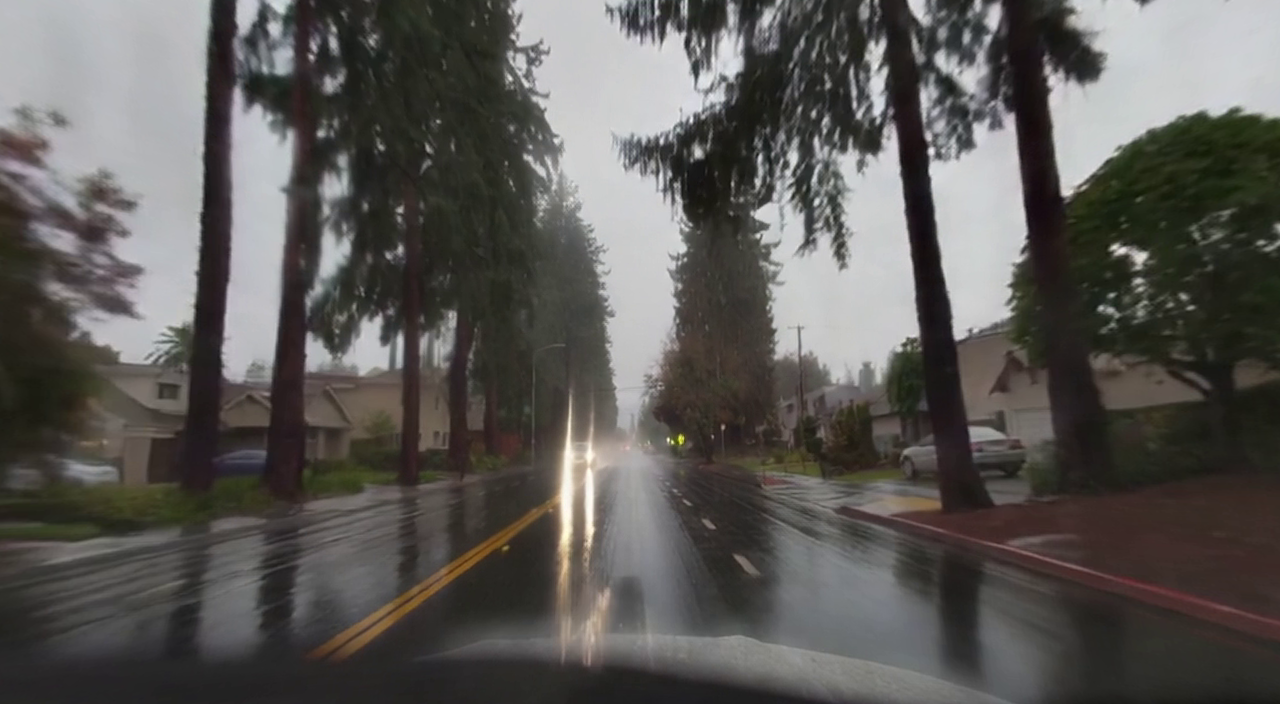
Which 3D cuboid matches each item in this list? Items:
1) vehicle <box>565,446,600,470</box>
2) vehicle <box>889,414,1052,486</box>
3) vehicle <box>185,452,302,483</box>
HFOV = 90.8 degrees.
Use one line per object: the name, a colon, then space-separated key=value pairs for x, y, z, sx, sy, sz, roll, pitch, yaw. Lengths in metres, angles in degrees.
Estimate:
vehicle: x=-4.157 y=7.786 z=46.587 sx=2.208 sy=1.663 sz=4.326 roll=0 pitch=-9 yaw=0
vehicle: x=10.677 y=3.257 z=21.131 sx=2.305 sy=2.041 sz=5.711 roll=0 pitch=-9 yaw=0
vehicle: x=-19.707 y=5.750 z=31.529 sx=4.459 sy=1.432 sz=1.979 roll=0 pitch=-9 yaw=-1
